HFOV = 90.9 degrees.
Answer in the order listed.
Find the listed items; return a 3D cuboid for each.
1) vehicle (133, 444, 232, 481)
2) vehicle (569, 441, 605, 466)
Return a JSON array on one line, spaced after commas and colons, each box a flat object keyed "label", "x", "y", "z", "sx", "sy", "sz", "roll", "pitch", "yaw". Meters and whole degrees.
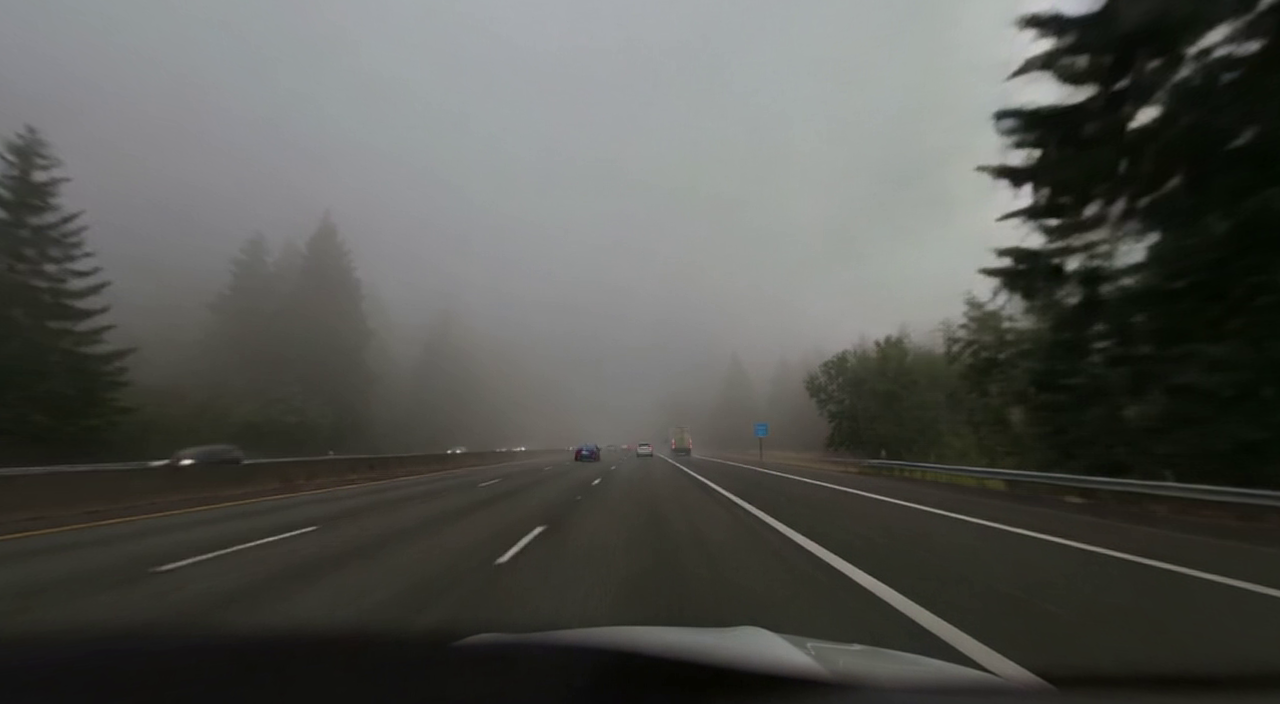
[{"label": "vehicle", "x": -25.224, "y": 6.092, "z": 35.019, "sx": 2.031, "sy": 1.830, "sz": 4.640, "roll": 0, "pitch": -9, "yaw": 0}, {"label": "vehicle", "x": -3.483, "y": 6.746, "z": 42.037, "sx": 2.025, "sy": 1.571, "sz": 3.662, "roll": 0, "pitch": -9, "yaw": 1}]
